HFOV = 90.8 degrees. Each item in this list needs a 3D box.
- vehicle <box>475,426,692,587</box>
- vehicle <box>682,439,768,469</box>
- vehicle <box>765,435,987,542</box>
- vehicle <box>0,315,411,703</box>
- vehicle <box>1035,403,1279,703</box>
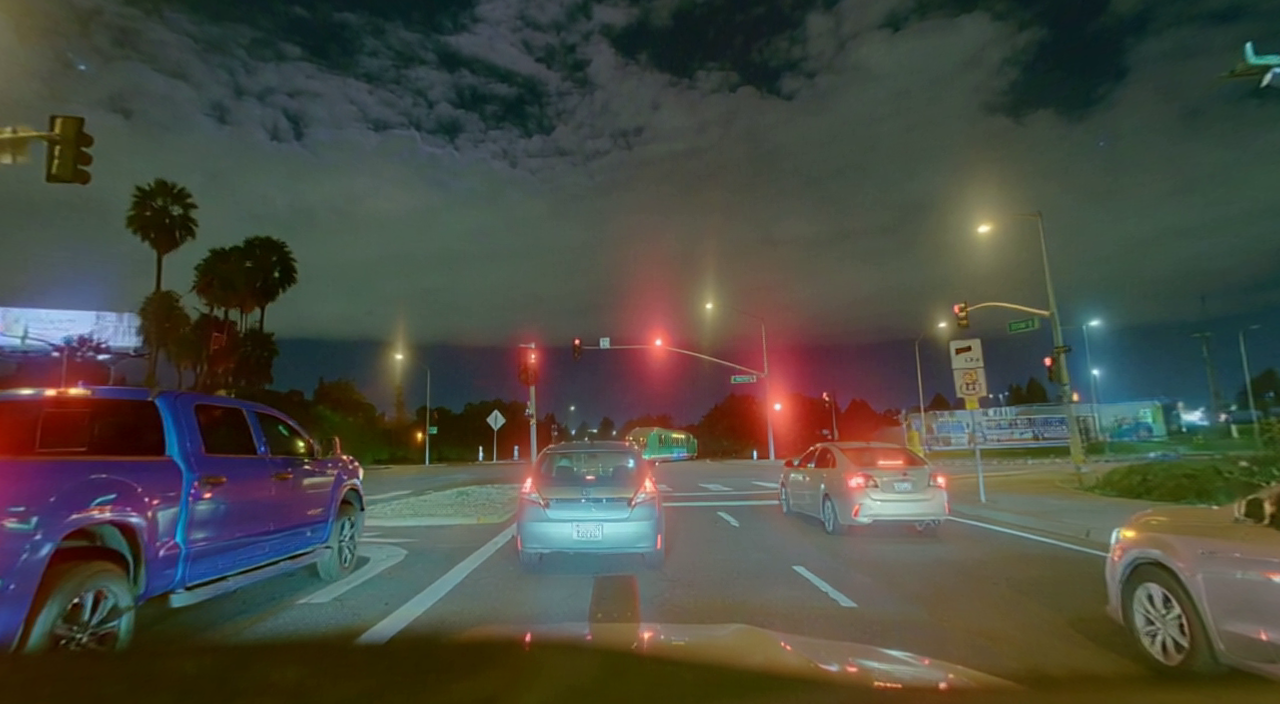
[{"bbox_3d":[-0.634,1.762,8.065,2.035,1.491,4.090,0,-9,-3],"label":"vehicle"},{"bbox_3d":[4.197,5.139,31.976,1.878,1.428,4.416,5,-10,-32],"label":"vehicle"},{"bbox_3d":[3.696,2.214,10.958,1.965,1.448,4.486,0,-9,-2],"label":"vehicle"},{"bbox_3d":[-3.827,1.112,4.947,2.078,1.838,5.448,0,-9,-1],"label":"vehicle"},{"bbox_3d":[3.885,0.890,2.192,2.052,1.496,4.541,0,-9,0],"label":"vehicle"}]
